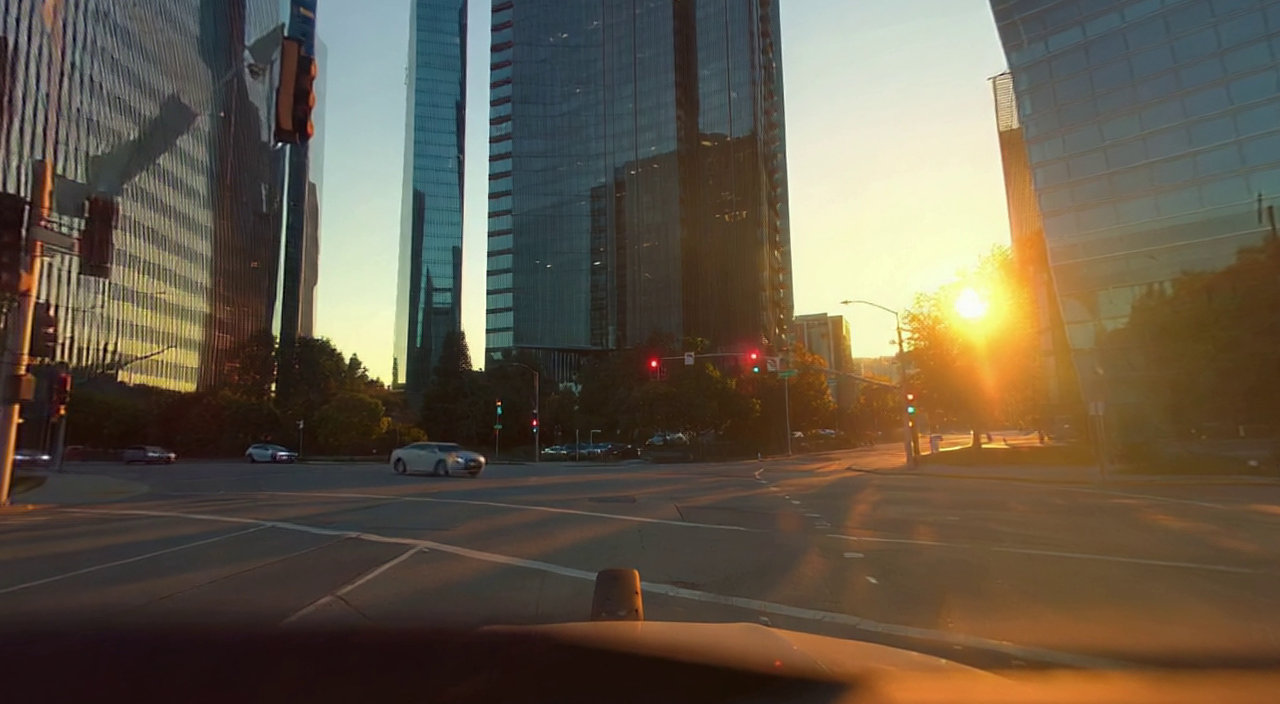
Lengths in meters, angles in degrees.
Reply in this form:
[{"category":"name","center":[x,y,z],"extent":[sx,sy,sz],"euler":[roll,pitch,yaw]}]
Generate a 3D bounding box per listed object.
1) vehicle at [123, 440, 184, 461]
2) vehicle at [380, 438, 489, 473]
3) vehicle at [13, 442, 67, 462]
[{"category":"vehicle","center":[-35.718,7.246,46.320],"extent":[4.380,1.455,1.869],"euler":[-5,-10,29]},{"category":"vehicle","center":[-9.907,4.943,30.335],"extent":[5.408,1.505,2.091],"euler":[-6,-10,35]},{"category":"vehicle","center":[-43.864,7.280,46.136],"extent":[4.323,1.390,1.953],"euler":[-6,-10,35]}]
